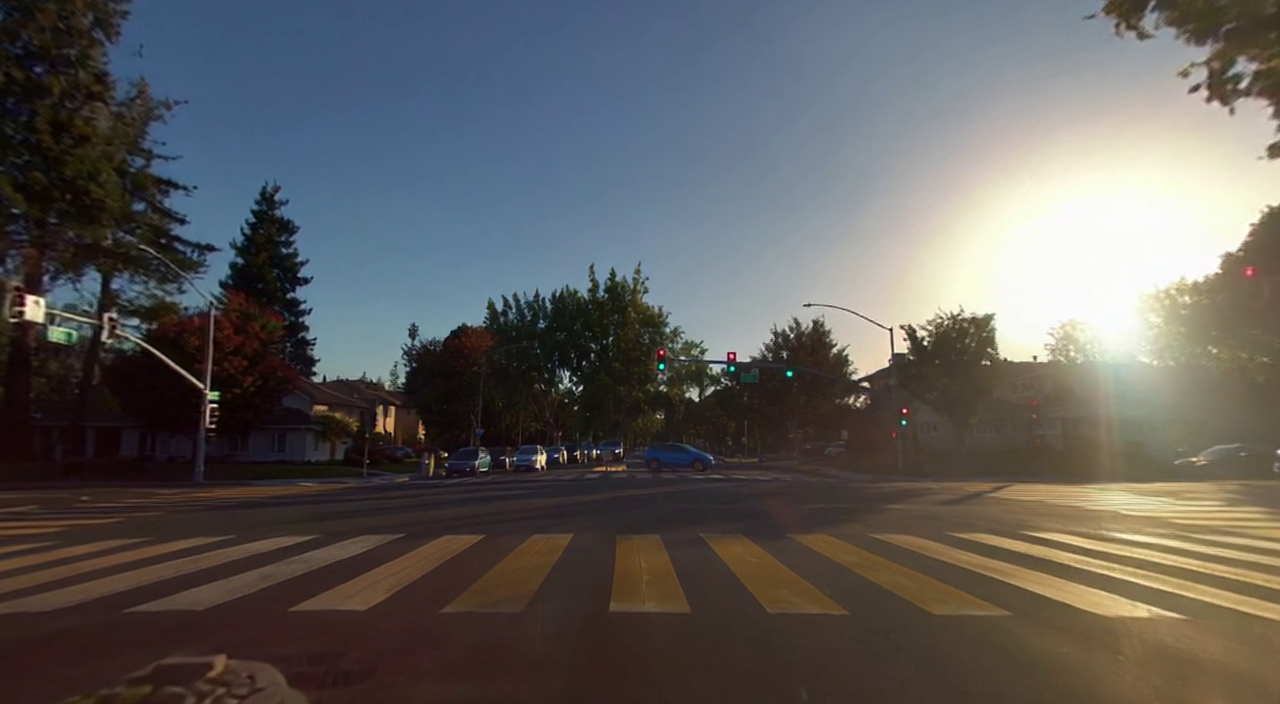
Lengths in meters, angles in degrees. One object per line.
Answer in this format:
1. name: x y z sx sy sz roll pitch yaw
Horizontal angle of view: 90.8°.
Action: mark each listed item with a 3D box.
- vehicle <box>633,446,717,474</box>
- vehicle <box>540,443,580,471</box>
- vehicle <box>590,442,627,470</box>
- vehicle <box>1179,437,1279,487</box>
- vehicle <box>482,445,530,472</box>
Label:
1. vehicle: 1.936 5.901 34.715 4.118 1.491 2.046 -4 -9 23
2. vehicle: -5.270 6.966 42.136 2.091 1.707 4.157 0 -8 1
3. vehicle: -2.137 7.271 44.482 2.355 1.868 5.125 0 -8 0
4. vehicle: 23.981 4.156 24.082 4.952 1.803 2.075 0 -9 -2
5. vehicle: -8.687 6.948 41.427 2.028 1.654 5.027 0 -8 0
